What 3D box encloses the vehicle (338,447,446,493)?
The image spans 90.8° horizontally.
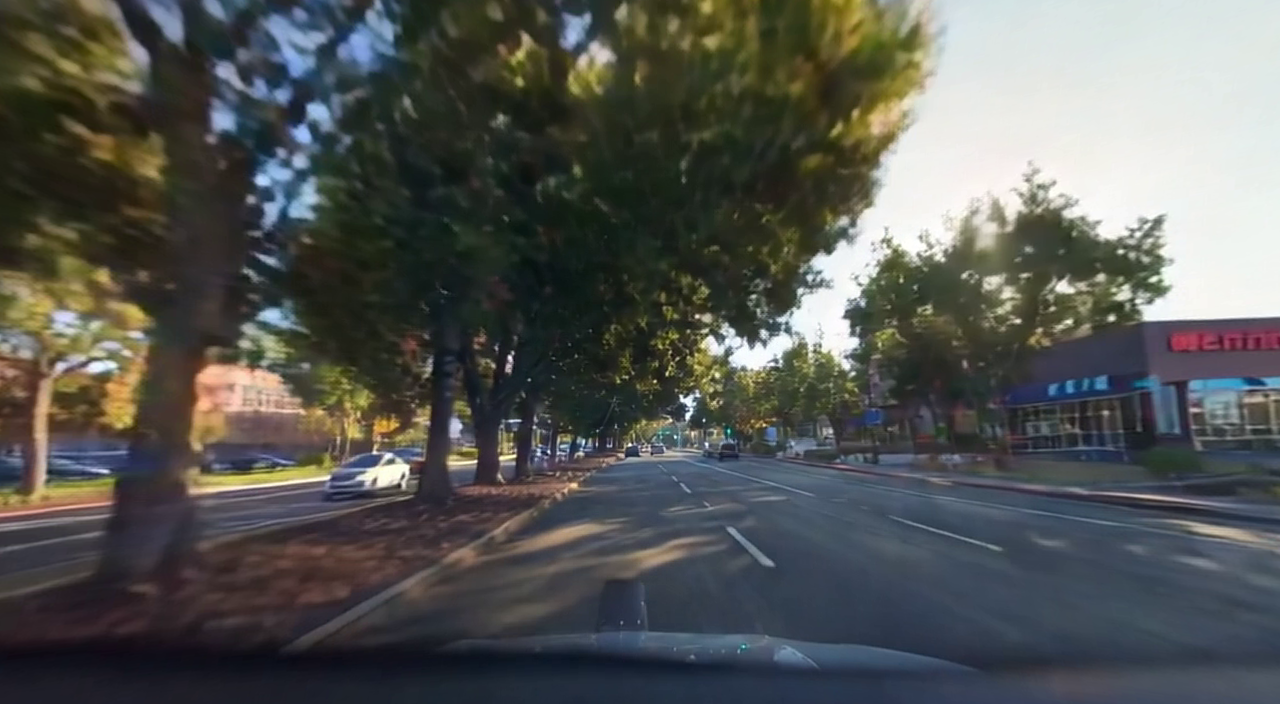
[{"bbox_3d":[-8.799,4.206,22.950,2.065,1.504,4.593,0,-9,0],"label":"vehicle"}]

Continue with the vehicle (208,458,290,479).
[{"bbox_3d":[-28.239,8.425,45.763,4.511,1.480,1.959,1,-9,-7],"label":"vehicle"}]
